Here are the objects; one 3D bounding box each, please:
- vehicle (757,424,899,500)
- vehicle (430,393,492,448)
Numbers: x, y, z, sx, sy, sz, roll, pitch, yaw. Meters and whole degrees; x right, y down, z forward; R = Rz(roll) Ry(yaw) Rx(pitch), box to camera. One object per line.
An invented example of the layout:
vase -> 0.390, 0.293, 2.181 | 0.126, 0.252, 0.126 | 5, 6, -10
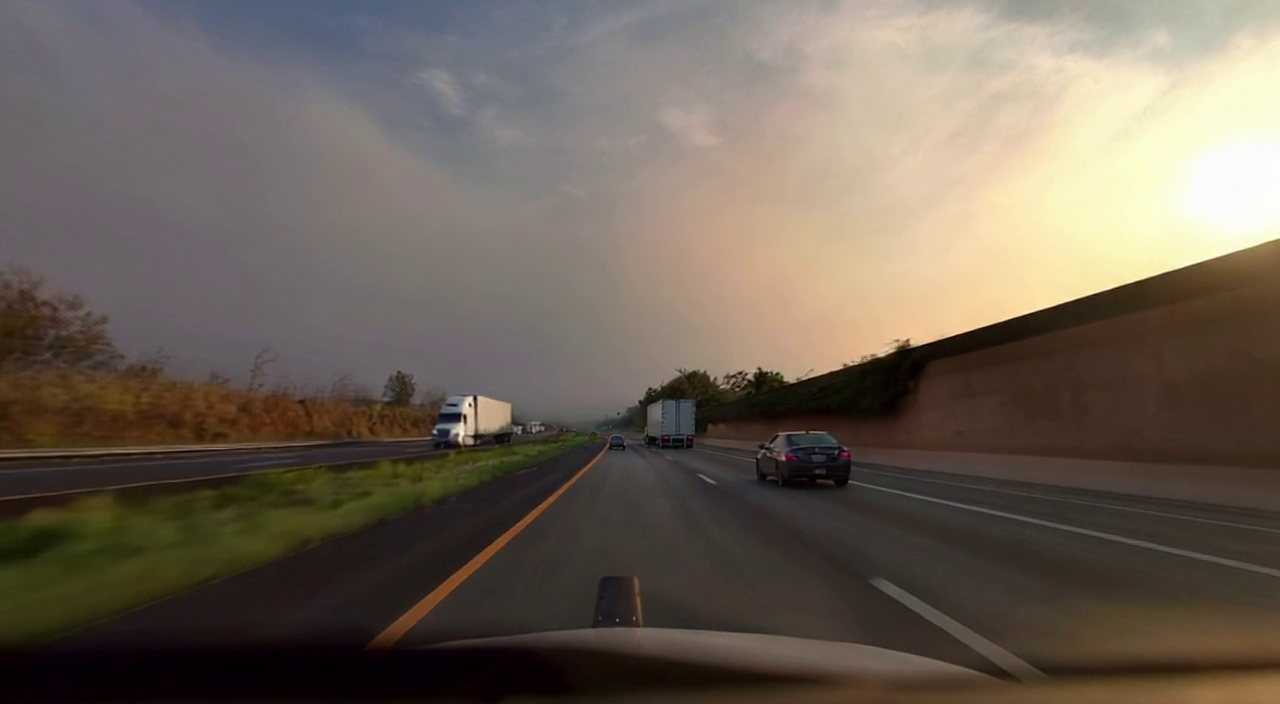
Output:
vehicle -> 4.059, 2.410, 14.425 | 1.813, 1.454, 4.197 | 0, -7, -2
vehicle -> -13.719, 5.349, 48.827 | 2.972, 3.920, 6.688 | 0, -7, -2
